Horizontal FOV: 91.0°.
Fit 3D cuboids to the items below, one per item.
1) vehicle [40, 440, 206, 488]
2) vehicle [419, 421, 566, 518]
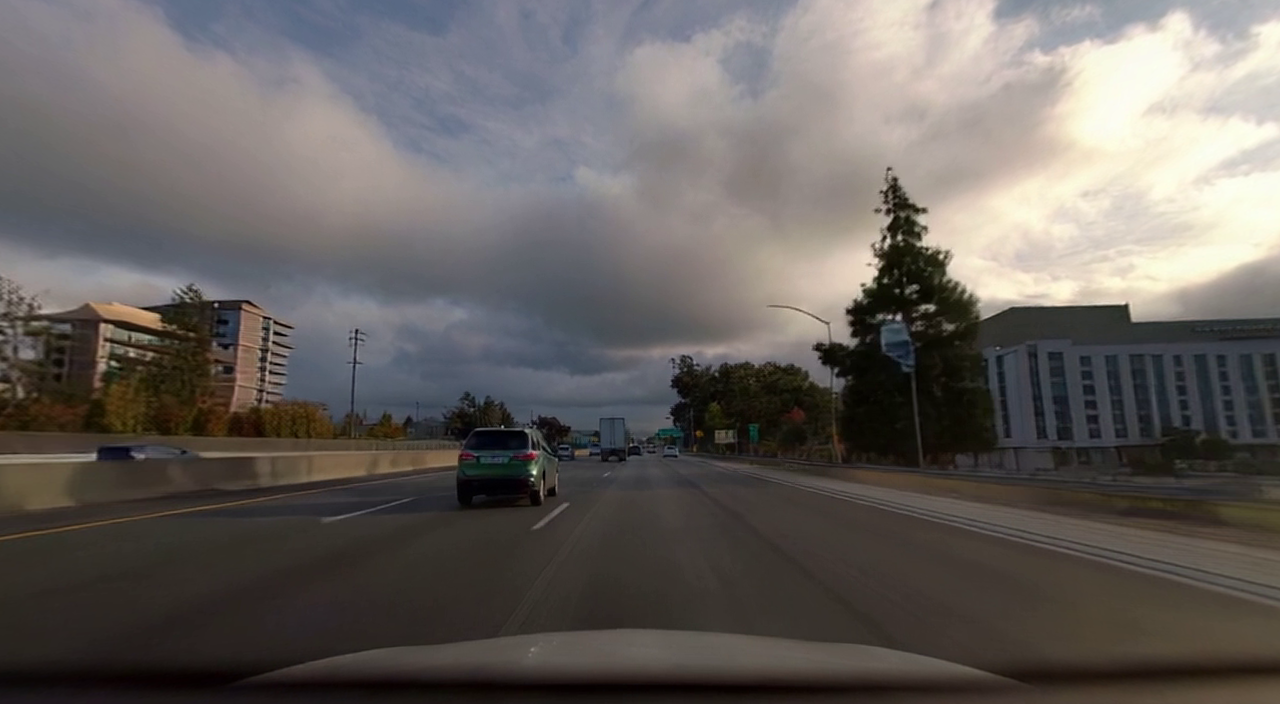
[{"bbox_3d":[-18.002,3.902,22.309,1.965,1.503,4.579,1,-9,0],"label":"vehicle"},{"bbox_3d":[-2.978,2.494,13.825,2.111,1.742,4.315,0,-9,1],"label":"vehicle"}]
